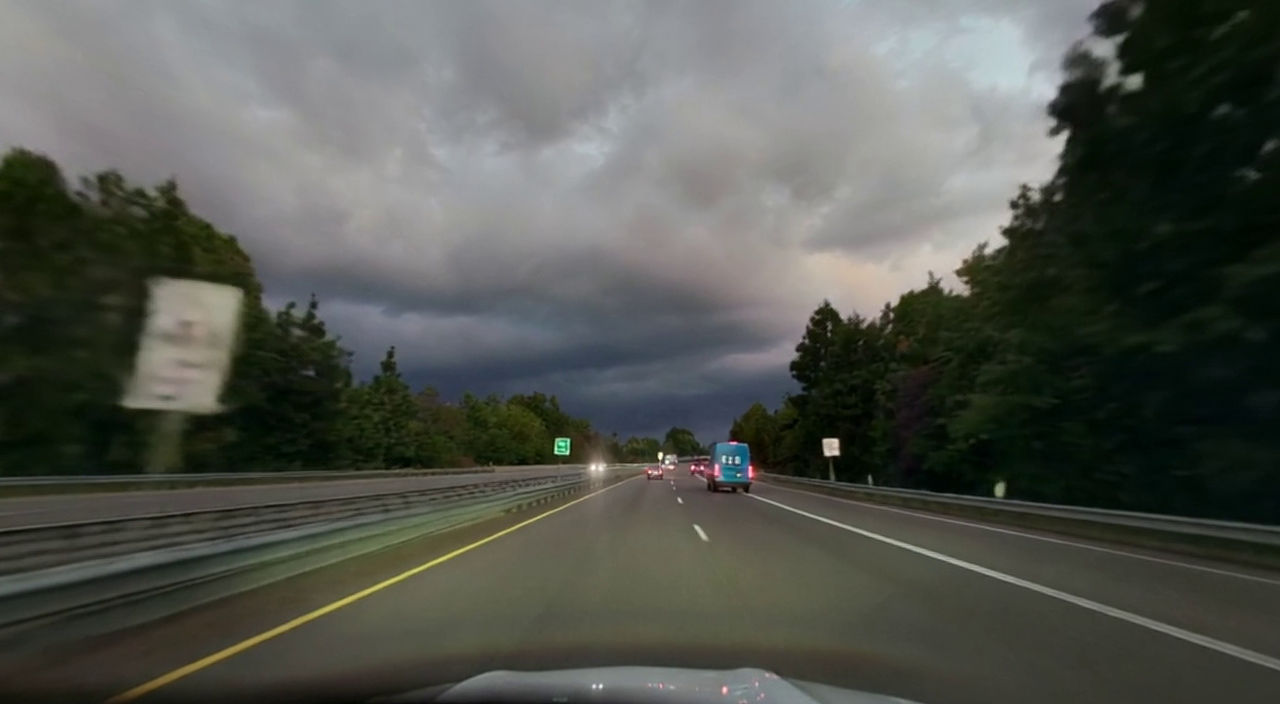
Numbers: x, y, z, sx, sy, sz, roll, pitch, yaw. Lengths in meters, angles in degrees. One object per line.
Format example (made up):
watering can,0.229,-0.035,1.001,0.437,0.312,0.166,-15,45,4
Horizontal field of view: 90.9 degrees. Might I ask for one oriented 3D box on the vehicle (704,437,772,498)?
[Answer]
vehicle,4.554,5.547,30.230,2.366,2.595,5.793,1,-11,1
